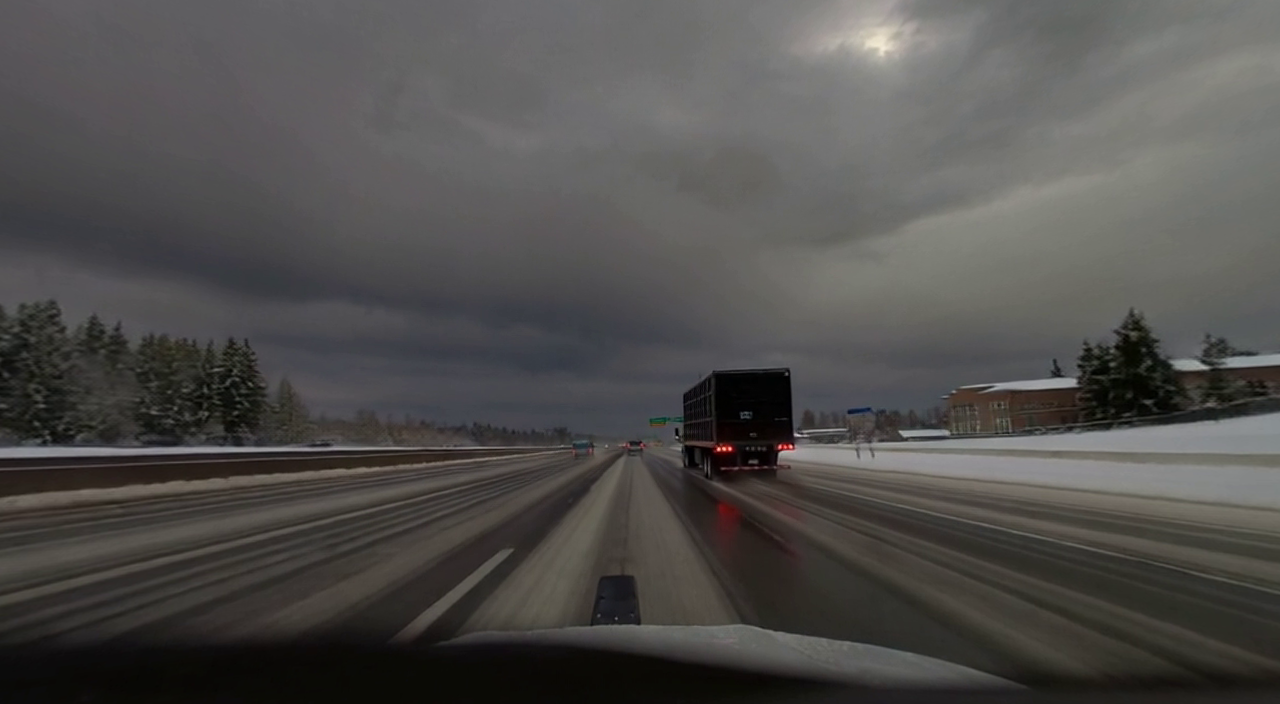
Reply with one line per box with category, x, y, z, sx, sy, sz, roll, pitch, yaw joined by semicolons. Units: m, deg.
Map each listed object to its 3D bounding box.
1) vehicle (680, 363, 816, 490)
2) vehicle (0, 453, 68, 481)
vehicle;3.372;2.898;23.208;2.966;3.586;10.563;0;-9;-1
vehicle;-34.180;6.250;34.494;1.746;1.446;4.326;0;-9;0
